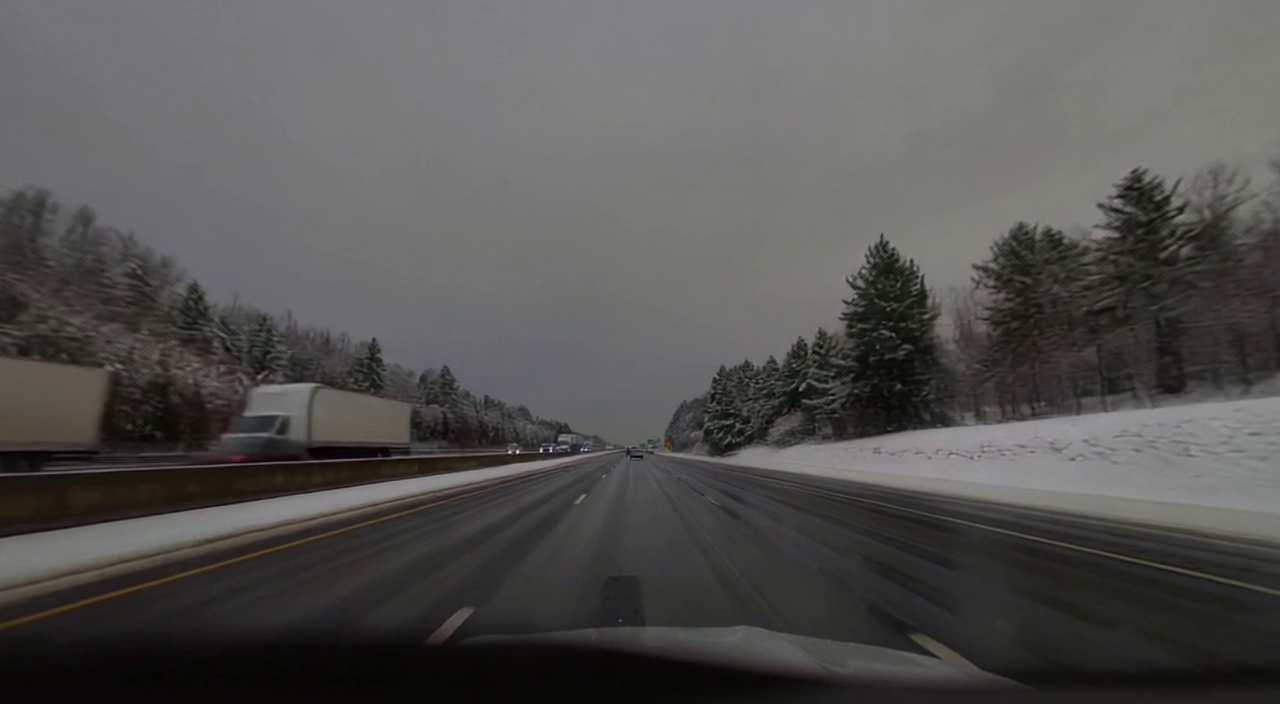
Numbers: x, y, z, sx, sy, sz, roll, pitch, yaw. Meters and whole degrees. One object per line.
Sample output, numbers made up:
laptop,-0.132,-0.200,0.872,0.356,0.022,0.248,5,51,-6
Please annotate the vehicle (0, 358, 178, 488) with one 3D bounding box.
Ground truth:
vehicle,-19.571,2.255,19.507,2.849,3.641,10.159,0,-9,0

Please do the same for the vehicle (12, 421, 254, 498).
vehicle,-11.423,2.470,14.755,1.992,1.503,4.414,0,-9,-1

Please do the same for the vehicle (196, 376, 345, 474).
vehicle,-15.708,3.269,27.430,2.994,3.812,5.736,0,-9,-2
